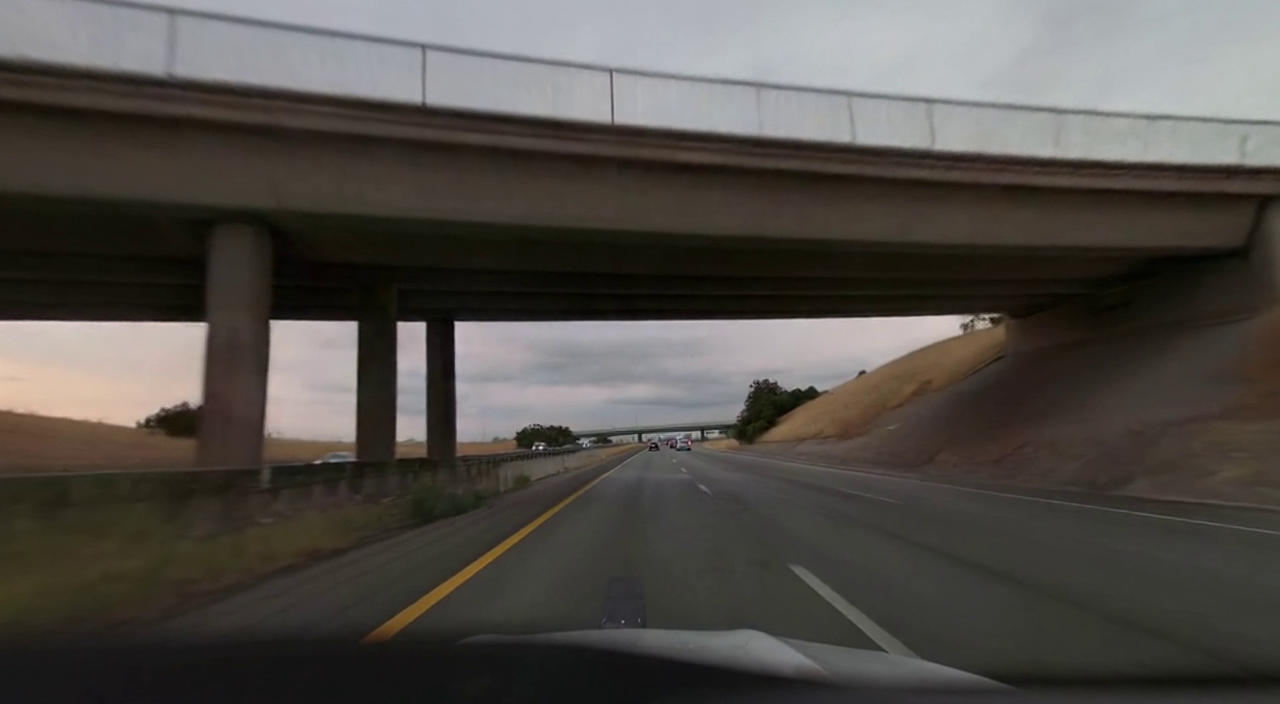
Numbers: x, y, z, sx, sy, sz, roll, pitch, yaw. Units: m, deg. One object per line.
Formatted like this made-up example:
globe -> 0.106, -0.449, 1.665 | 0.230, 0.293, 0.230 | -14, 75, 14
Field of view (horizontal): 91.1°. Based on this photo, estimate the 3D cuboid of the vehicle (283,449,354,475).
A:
vehicle -> -20.265, 6.961, 39.846 | 1.938, 1.495, 4.747 | 0, -9, 1
